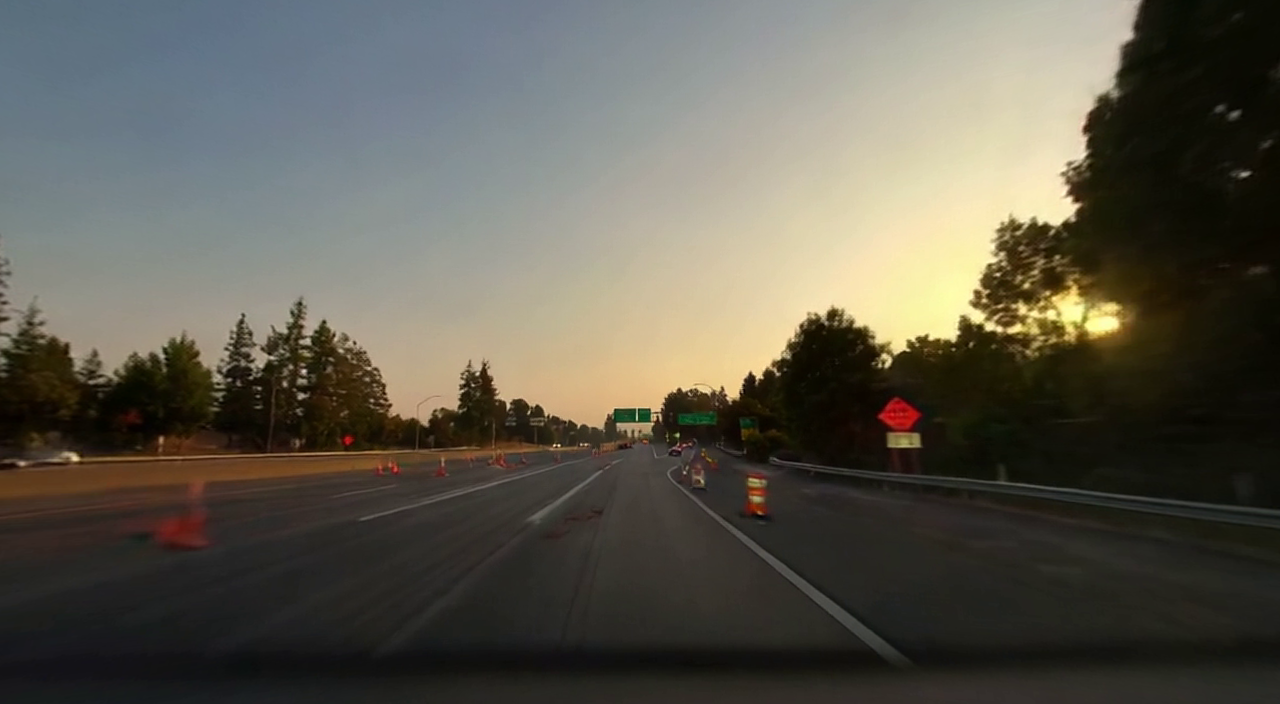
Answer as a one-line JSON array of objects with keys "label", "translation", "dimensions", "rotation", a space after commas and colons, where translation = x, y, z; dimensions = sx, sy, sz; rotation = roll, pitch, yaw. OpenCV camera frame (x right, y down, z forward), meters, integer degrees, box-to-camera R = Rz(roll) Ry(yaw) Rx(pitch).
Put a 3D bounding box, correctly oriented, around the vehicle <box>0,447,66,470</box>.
[{"label": "vehicle", "translation": [-41.170, 7.058, 41.768], "dimensions": [1.815, 1.443, 4.563], "rotation": [0, -10, 0]}]
